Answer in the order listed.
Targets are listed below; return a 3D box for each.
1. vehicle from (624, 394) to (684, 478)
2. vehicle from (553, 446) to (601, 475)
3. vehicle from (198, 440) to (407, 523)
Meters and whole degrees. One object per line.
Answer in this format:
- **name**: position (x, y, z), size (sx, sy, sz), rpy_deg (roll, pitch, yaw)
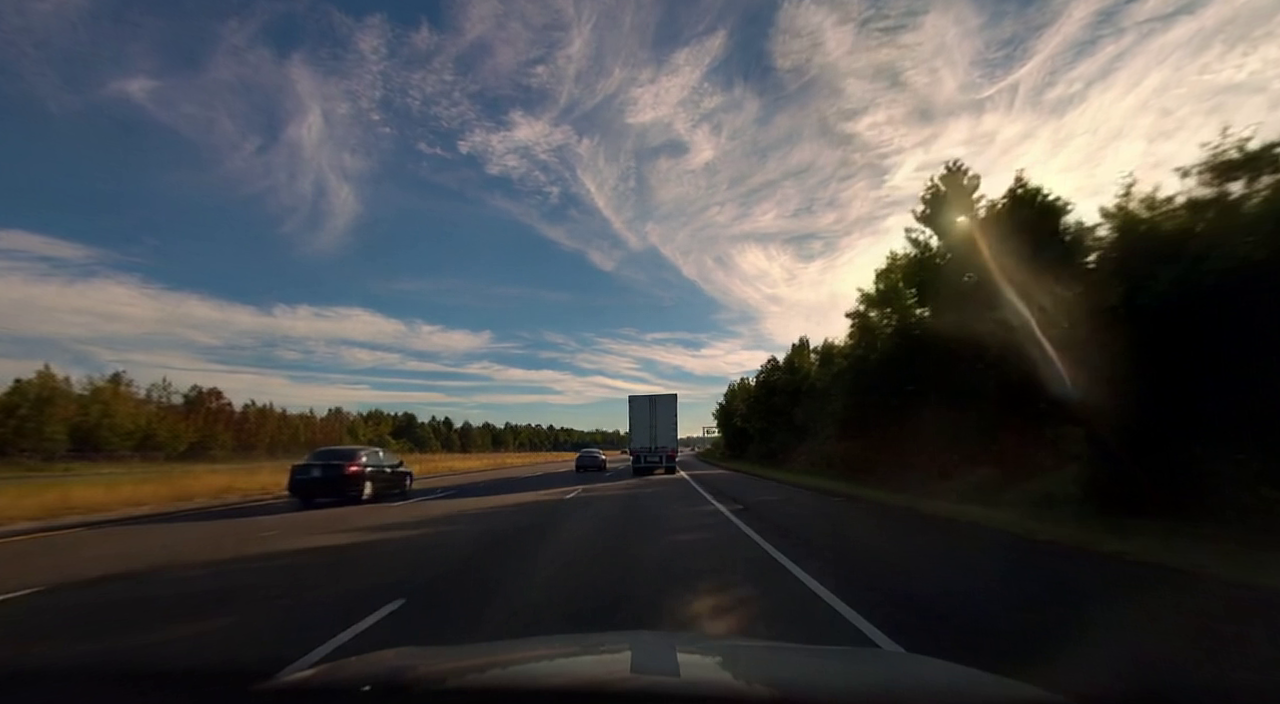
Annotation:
- **vehicle**: position (0.707, 5.189, 38.594), size (2.851, 4.098, 14.436), rpy_deg (-2, -8, 0)
- **vehicle**: position (-3.342, 5.875, 34.286), size (2.092, 1.465, 4.448), rpy_deg (0, -9, 1)
- **vehicle**: position (-6.983, 2.704, 13.757), size (1.954, 1.487, 4.599), rpy_deg (0, -9, 1)
